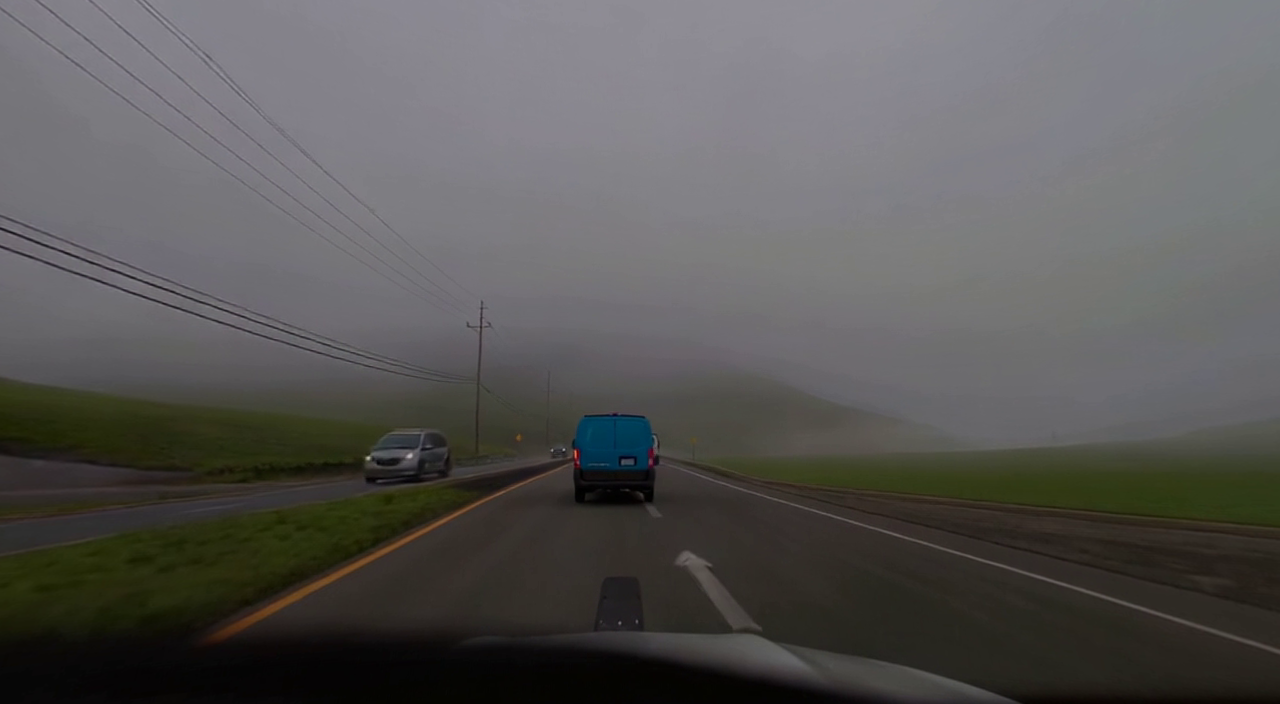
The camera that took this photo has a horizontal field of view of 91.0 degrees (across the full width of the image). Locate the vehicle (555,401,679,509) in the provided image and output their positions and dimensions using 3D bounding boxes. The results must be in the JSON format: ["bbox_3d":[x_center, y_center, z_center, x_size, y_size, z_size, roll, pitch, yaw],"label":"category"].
[{"bbox_3d":[-0.569,2.393,14.888,2.454,2.144,4.535,0,-8,-3],"label":"vehicle"}]

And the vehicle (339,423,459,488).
[{"bbox_3d":[-9.380,4.089,25.241,2.260,2.264,5.982,0,-8,2],"label":"vehicle"}]
